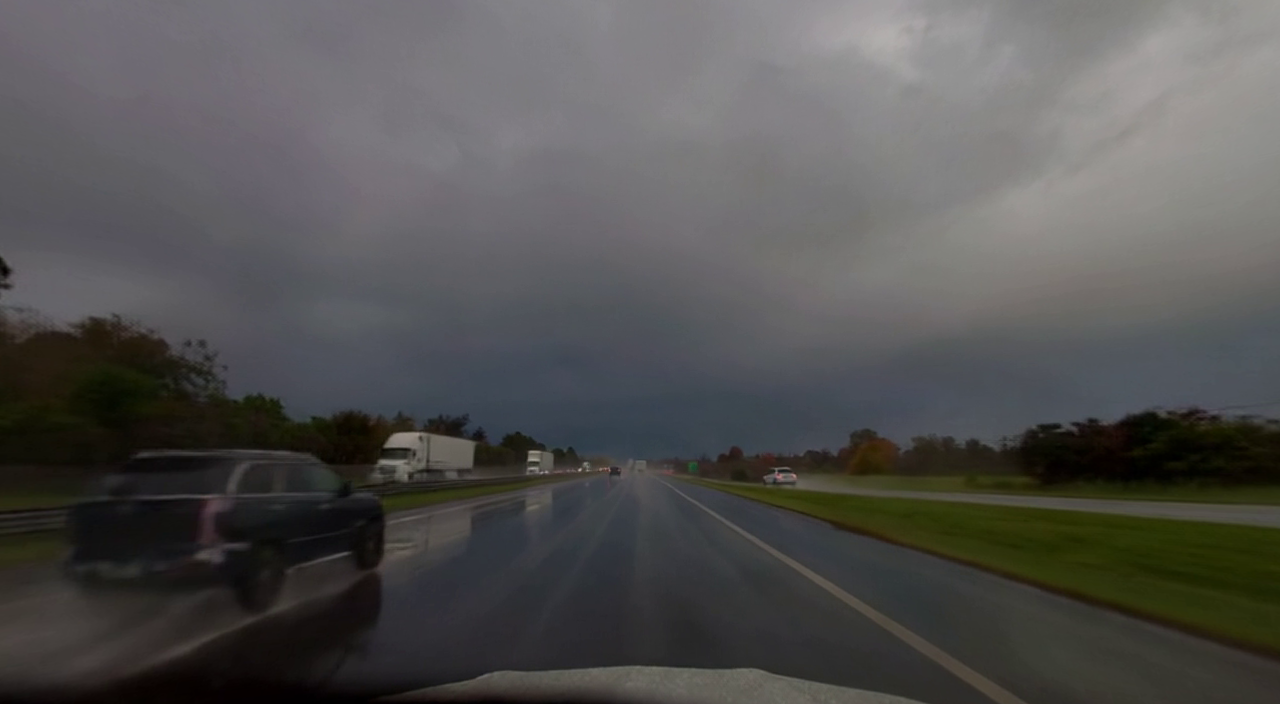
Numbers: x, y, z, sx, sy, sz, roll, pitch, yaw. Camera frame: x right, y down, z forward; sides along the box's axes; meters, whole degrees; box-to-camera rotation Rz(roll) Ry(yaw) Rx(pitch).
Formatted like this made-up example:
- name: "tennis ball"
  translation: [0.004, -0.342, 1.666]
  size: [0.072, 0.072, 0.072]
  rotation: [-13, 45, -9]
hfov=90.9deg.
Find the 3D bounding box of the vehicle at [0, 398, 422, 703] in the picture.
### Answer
- name: "vehicle"
  translation: [-3.809, 1.491, 5.734]
  size: [1.912, 1.631, 4.672]
  rotation: [1, -11, 1]
